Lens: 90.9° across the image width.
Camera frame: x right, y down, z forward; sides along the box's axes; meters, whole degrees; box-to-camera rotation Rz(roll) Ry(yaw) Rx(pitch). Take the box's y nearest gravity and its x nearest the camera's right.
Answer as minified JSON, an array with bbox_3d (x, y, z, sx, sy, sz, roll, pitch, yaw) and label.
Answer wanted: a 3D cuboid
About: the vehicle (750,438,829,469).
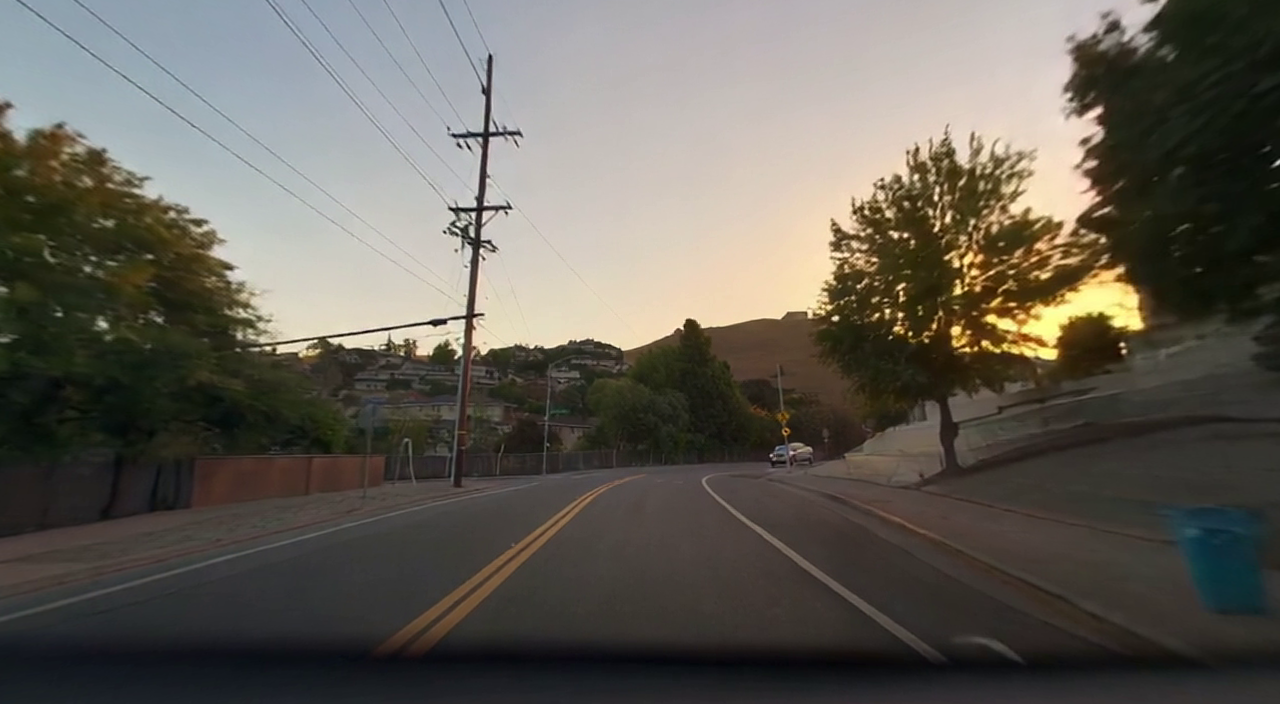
[{"bbox_3d":[9.098,6.139,38.286,4.810,1.732,2.176,7,-11,-39],"label":"vehicle"}]
